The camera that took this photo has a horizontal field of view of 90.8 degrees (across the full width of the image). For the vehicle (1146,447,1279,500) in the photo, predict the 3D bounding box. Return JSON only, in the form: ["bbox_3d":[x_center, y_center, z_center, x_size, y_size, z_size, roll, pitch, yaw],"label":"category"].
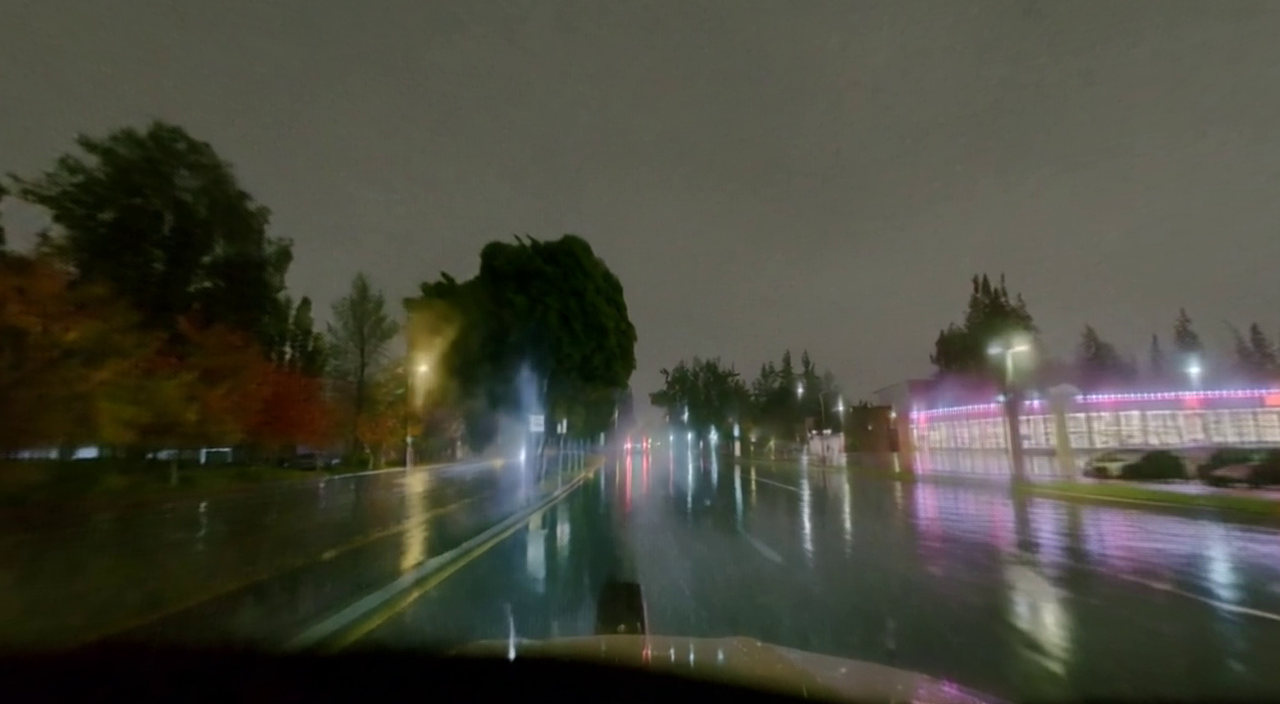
[{"bbox_3d":[18.715,3.711,19.526,4.290,1.491,2.123,0,-8,0],"label":"vehicle"}]

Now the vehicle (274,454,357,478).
[{"bbox_3d":[-22.111,7.758,43.092,4.665,1.486,1.918,-1,-9,7],"label":"vehicle"}]

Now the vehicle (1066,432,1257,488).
[{"bbox_3d":[18.327,3.807,22.429,4.639,1.852,2.373,0,-9,-1],"label":"vehicle"}]
